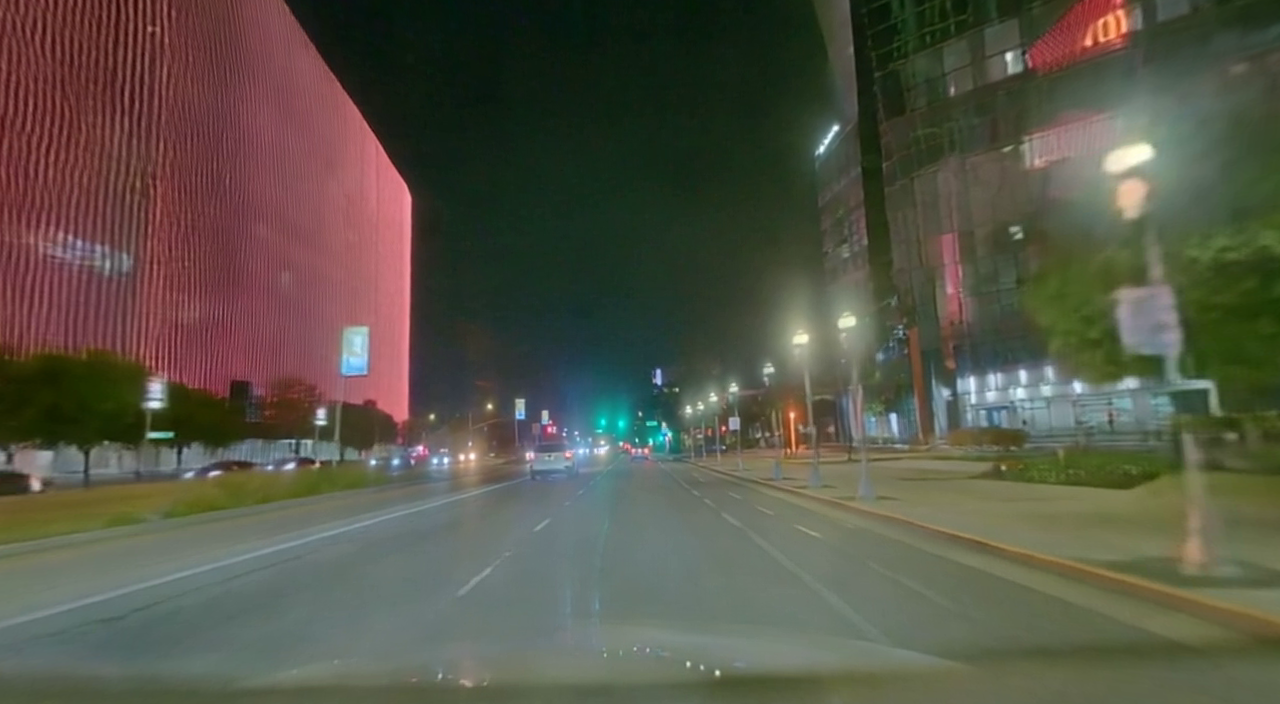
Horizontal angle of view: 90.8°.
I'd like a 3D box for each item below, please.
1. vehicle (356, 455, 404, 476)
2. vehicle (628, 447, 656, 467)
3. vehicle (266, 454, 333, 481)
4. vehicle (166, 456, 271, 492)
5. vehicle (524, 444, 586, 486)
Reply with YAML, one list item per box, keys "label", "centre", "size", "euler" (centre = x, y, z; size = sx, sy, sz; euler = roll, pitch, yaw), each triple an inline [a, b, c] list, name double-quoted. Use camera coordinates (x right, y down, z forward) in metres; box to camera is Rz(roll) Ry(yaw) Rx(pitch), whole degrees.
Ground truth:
- label: "vehicle"
  centre: [-20.458, 8.919, 49.861]
  size: [1.856, 1.471, 4.445]
  euler: [0, -8, 0]
- label: "vehicle"
  centre: [0.160, 8.095, 48.918]
  size: [2.102, 1.482, 4.125]
  euler: [0, -8, 0]
- label: "vehicle"
  centre: [-23.864, 8.078, 44.515]
  size: [1.978, 1.739, 4.895]
  euler: [0, -8, -1]
- label: "vehicle"
  centre: [-20.180, 5.834, 30.515]
  size: [1.959, 1.536, 4.455]
  euler: [0, -8, 0]
- label: "vehicle"
  centre: [-3.364, 4.534, 25.706]
  size: [1.983, 1.545, 3.773]
  euler: [0, -8, 0]
